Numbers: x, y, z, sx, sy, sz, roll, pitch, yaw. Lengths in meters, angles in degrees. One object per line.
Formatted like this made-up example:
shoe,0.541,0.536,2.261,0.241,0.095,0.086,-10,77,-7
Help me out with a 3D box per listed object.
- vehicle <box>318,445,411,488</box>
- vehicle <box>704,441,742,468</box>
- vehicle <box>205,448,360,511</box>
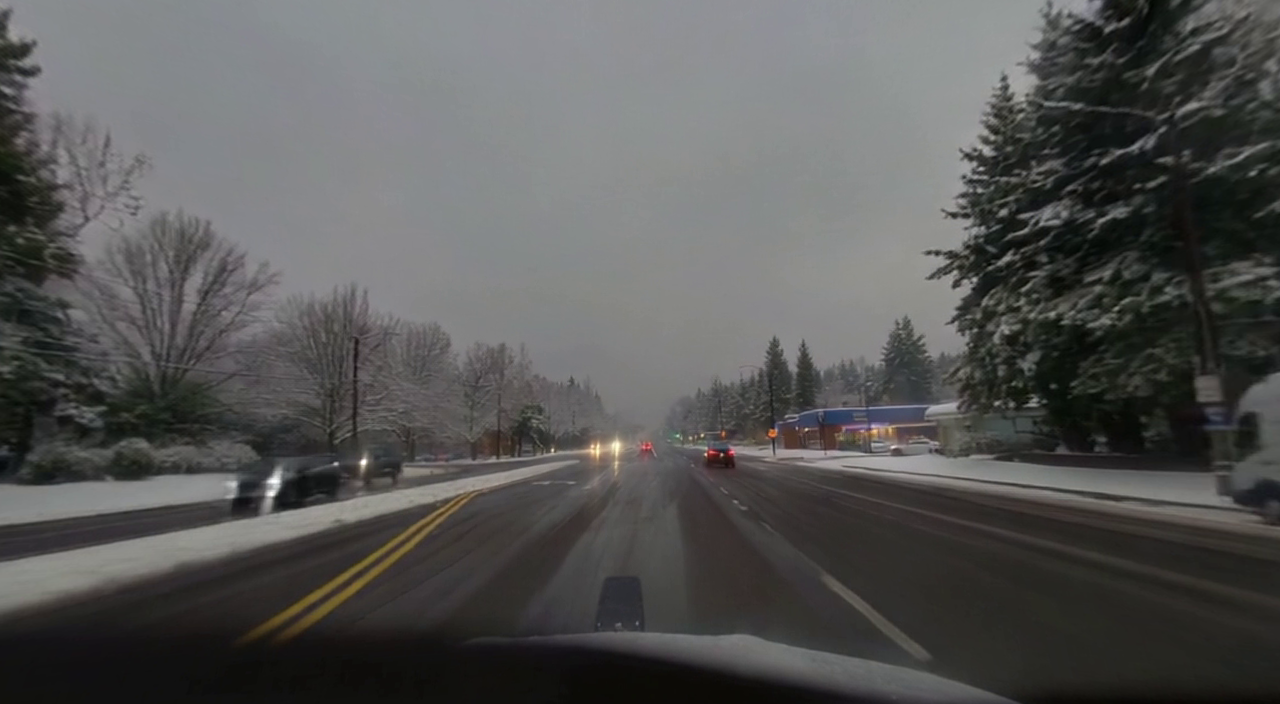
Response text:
vehicle,-13.679,5.688,31.833,2.225,1.961,5.380,0,-9,0
vehicle,5.267,6.585,40.766,1.957,1.643,4.226,0,-9,1
vehicle,-10.459,3.724,18.997,1.994,1.657,4.510,0,-9,0
